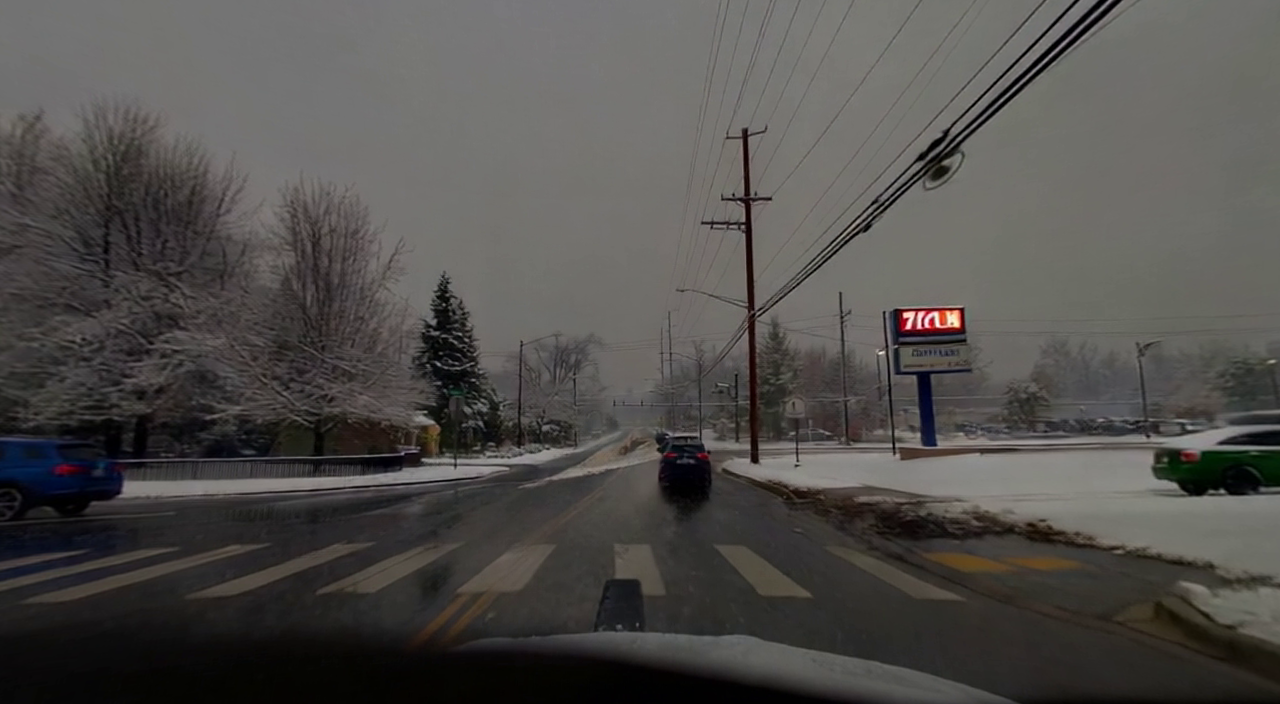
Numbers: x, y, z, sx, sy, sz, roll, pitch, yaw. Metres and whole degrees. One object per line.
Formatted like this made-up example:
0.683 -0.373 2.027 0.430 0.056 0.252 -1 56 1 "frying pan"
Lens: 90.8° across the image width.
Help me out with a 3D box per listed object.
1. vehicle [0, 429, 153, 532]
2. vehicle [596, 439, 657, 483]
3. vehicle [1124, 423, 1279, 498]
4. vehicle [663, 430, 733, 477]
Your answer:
-13.772 2.532 12.710 5.866 1.904 2.197 1 -8 -6 "vehicle"
-0.568 3.894 22.895 1.874 1.427 3.976 1 -8 -6 "vehicle"
13.165 2.181 12.860 4.872 1.400 1.955 -1 -8 3 "vehicle"
2.477 4.554 28.542 2.553 1.868 5.536 0 -8 -1 "vehicle"
